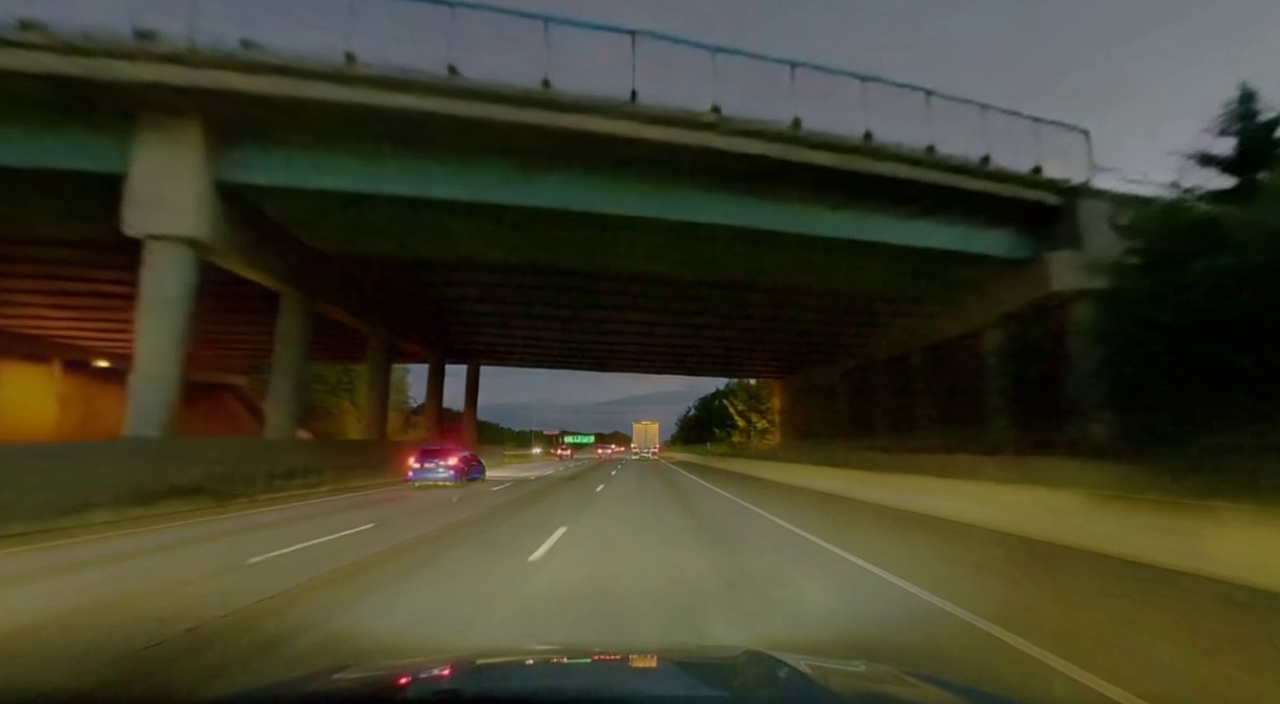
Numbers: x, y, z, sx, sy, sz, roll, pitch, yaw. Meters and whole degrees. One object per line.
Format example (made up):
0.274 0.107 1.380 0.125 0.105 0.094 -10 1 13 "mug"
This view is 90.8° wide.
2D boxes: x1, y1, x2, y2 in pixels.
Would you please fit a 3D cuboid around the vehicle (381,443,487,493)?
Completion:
-6.791 3.860 21.435 2.038 1.489 4.603 0 -9 0 "vehicle"
